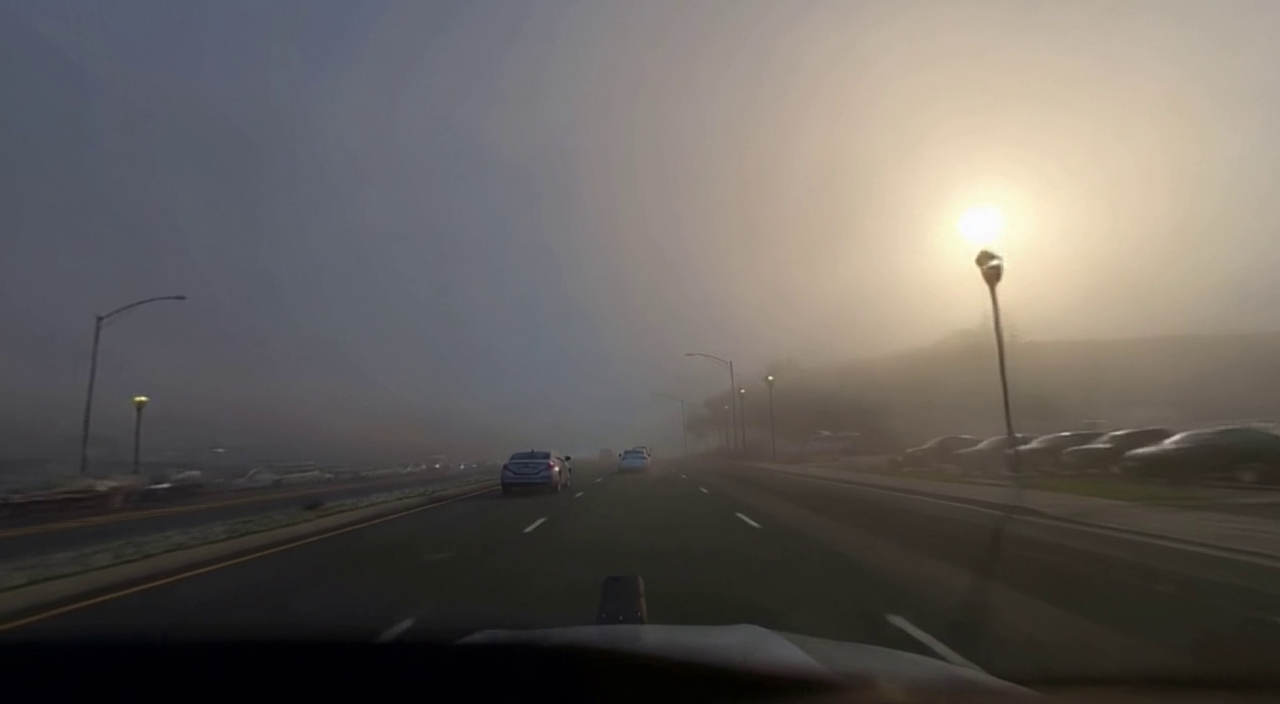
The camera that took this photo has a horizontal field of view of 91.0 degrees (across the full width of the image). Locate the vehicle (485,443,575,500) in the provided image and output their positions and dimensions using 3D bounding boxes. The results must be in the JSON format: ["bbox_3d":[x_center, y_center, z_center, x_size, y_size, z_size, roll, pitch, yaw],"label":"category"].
[{"bbox_3d":[-3.205,3.573,19.221,1.939,1.496,4.309,0,-9,0],"label":"vehicle"}]

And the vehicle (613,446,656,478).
[{"bbox_3d":[-0.273,5.457,31.385,2.019,1.459,4.005,0,-9,-1],"label":"vehicle"}]

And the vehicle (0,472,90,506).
[{"bbox_3d":[-30.561,6.765,31.232,4.598,1.511,2.041,-1,-9,1],"label":"vehicle"}]

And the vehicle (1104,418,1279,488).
[{"bbox_3d":[14.080,2.358,14.822,4.630,1.497,2.016,-1,-9,1],"label":"vehicle"}]
